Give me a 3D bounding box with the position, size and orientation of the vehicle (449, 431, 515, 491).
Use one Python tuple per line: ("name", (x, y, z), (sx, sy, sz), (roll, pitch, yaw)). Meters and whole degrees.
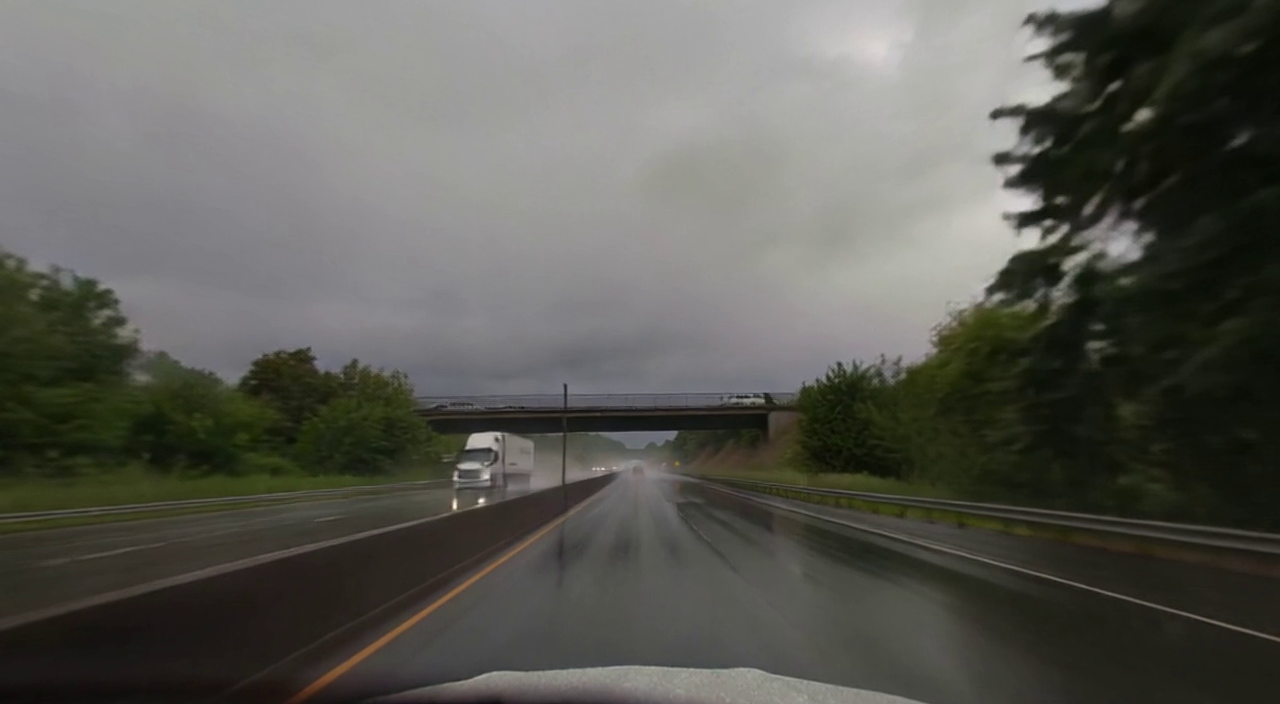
("vehicle", (-11.339, 7.991, 45.997), (3.027, 3.994, 6.031), (1, -10, 1))
